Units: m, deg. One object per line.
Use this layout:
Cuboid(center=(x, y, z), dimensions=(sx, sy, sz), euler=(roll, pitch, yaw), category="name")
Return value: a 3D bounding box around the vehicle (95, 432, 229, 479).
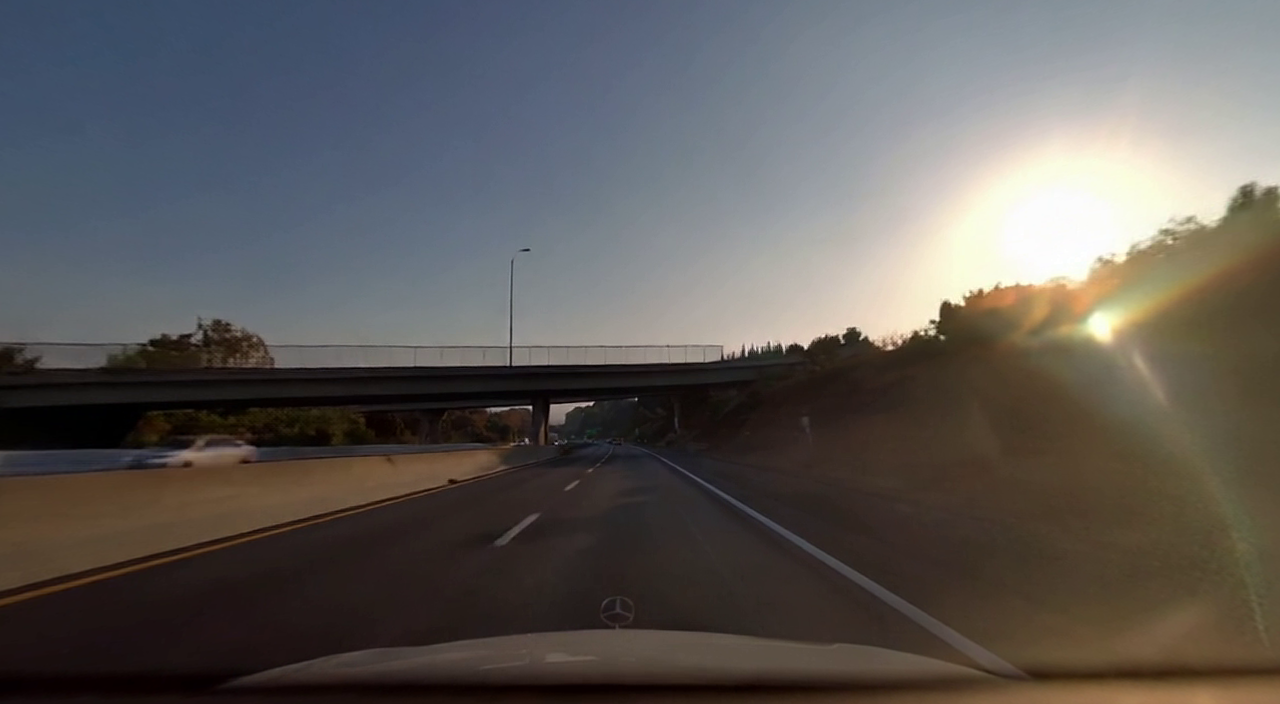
Cuboid(center=(-16.143, 3.505, 21.515), dimensions=(1.709, 1.443, 3.641), euler=(0, -8, 0), category="vehicle")
